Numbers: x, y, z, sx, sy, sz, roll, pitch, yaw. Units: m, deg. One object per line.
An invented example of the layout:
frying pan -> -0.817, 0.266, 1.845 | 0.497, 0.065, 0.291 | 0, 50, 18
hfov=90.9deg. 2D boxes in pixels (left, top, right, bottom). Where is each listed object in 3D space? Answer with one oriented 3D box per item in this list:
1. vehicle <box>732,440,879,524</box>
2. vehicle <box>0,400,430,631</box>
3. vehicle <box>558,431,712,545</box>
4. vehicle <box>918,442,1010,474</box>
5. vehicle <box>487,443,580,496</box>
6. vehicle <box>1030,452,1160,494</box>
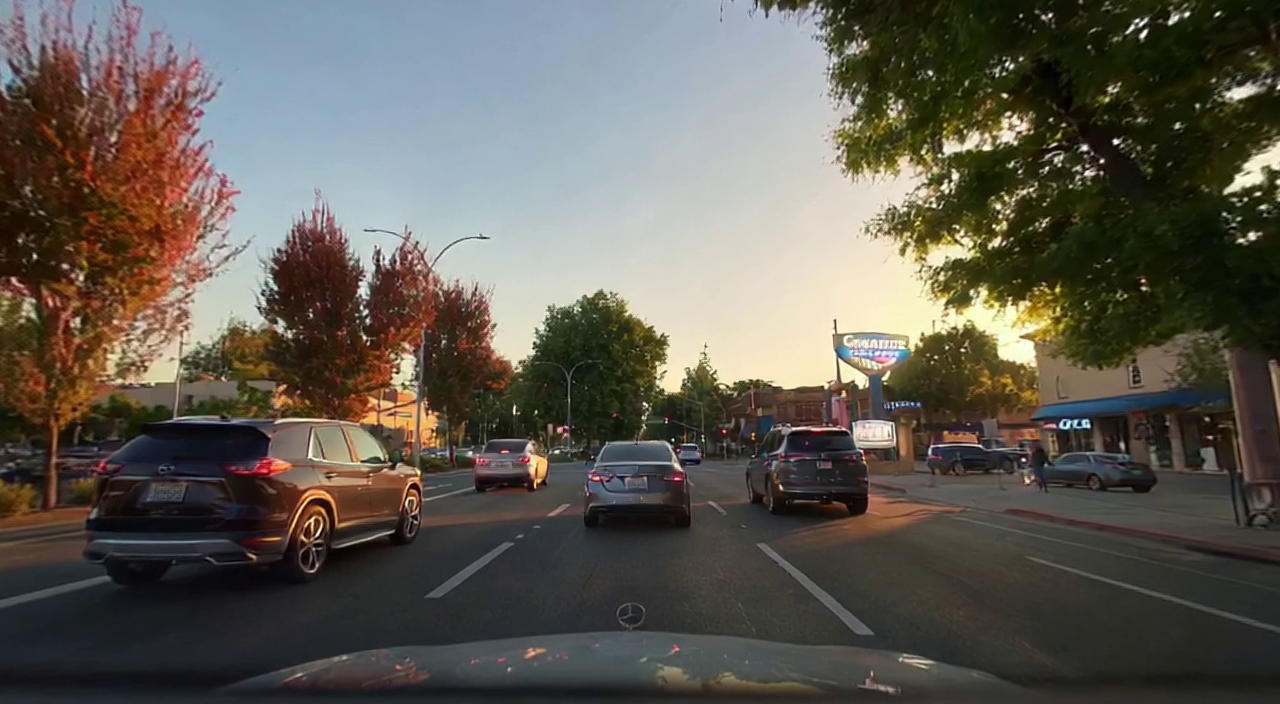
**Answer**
vehicle -> 3.252, 2.633, 13.367 | 1.979, 1.485, 4.207 | 0, -8, 0
vehicle -> -3.962, 1.496, 6.711 | 1.983, 1.685, 3.997 | 0, -8, 1
vehicle -> -0.073, 2.179, 10.764 | 2.121, 1.563, 4.031 | 0, -8, 0
vehicle -> 17.989, 5.858, 35.161 | 1.907, 1.669, 4.147 | 5, -9, -28
vehicle -> -3.245, 3.666, 20.159 | 2.126, 1.490, 4.265 | 0, -8, 2
vehicle -> 17.416, 4.621, 24.473 | 1.860, 1.408, 4.631 | -1, -8, 4
